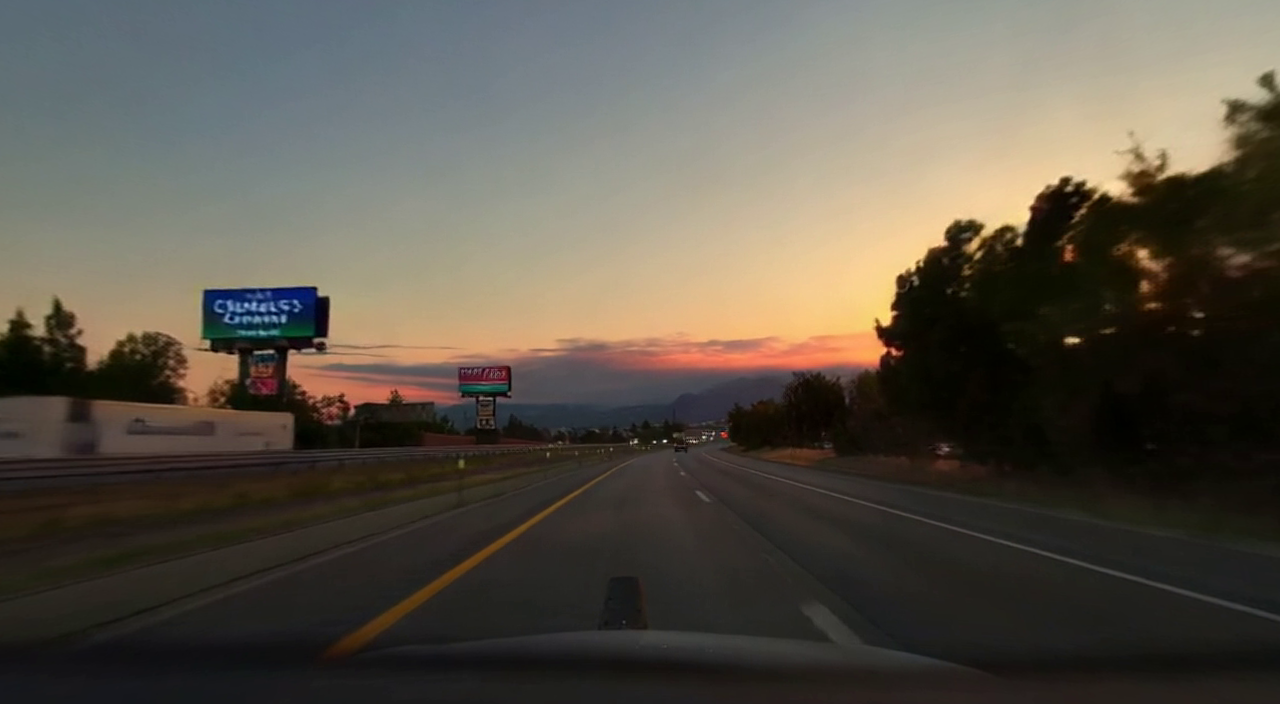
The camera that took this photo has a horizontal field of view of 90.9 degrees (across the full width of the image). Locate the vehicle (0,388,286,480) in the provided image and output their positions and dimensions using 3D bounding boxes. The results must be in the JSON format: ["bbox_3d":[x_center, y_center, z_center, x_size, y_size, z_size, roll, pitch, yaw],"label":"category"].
[{"bbox_3d":[-28.187,5.099,38.043,2.897,4.219,17.824,0,-8,2],"label":"vehicle"}]
